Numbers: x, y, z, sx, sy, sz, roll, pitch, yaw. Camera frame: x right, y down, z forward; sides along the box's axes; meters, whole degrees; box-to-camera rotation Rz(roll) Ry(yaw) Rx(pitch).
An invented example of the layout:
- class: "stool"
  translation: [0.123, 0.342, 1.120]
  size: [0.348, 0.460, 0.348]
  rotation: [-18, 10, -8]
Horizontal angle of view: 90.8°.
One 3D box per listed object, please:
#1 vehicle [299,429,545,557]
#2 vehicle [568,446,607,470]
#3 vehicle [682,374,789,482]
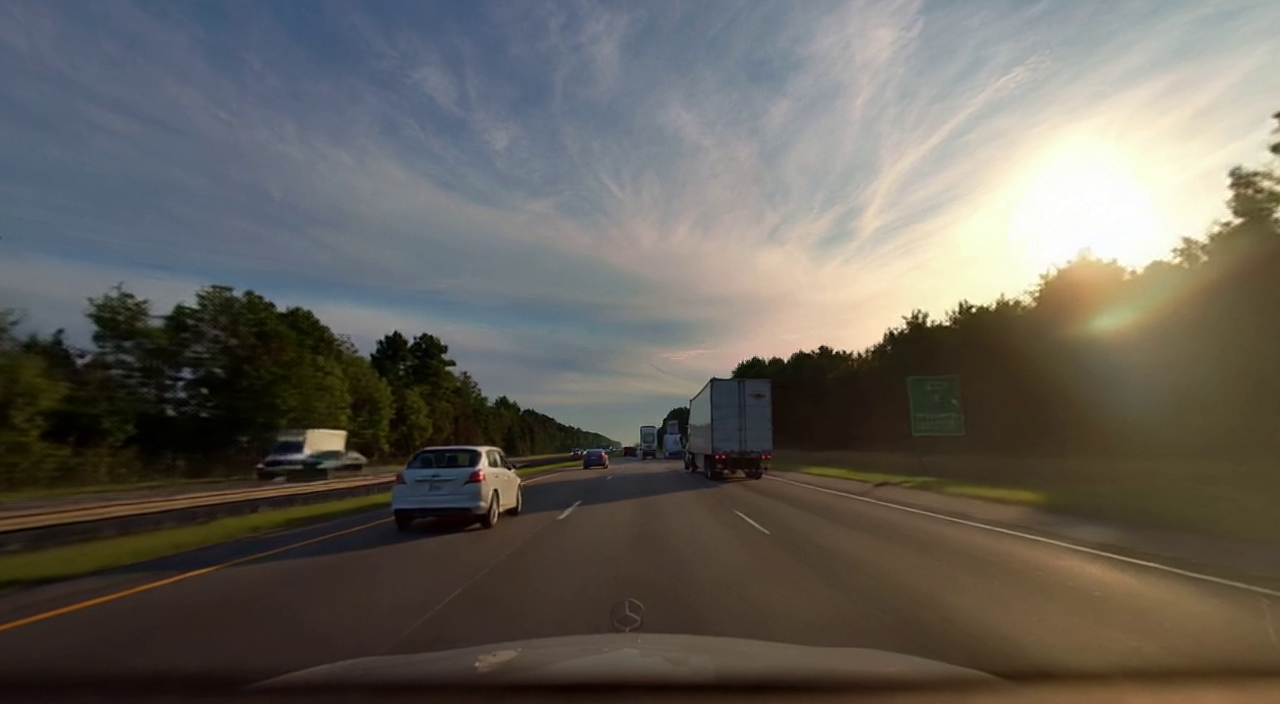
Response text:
- class: "vehicle"
  translation: [-3.012, 2.101, 10.145]
  size: [2.104, 1.526, 4.940]
  rotation: [0, -9, 1]
- class: "vehicle"
  translation: [-3.437, 7.048, 42.026]
  size: [2.121, 1.445, 4.651]
  rotation: [0, -9, 1]
- class: "vehicle"
  translation: [4.084, 4.002, 31.171]
  size: [2.974, 4.083, 14.389]
  rotation: [0, -9, 0]
